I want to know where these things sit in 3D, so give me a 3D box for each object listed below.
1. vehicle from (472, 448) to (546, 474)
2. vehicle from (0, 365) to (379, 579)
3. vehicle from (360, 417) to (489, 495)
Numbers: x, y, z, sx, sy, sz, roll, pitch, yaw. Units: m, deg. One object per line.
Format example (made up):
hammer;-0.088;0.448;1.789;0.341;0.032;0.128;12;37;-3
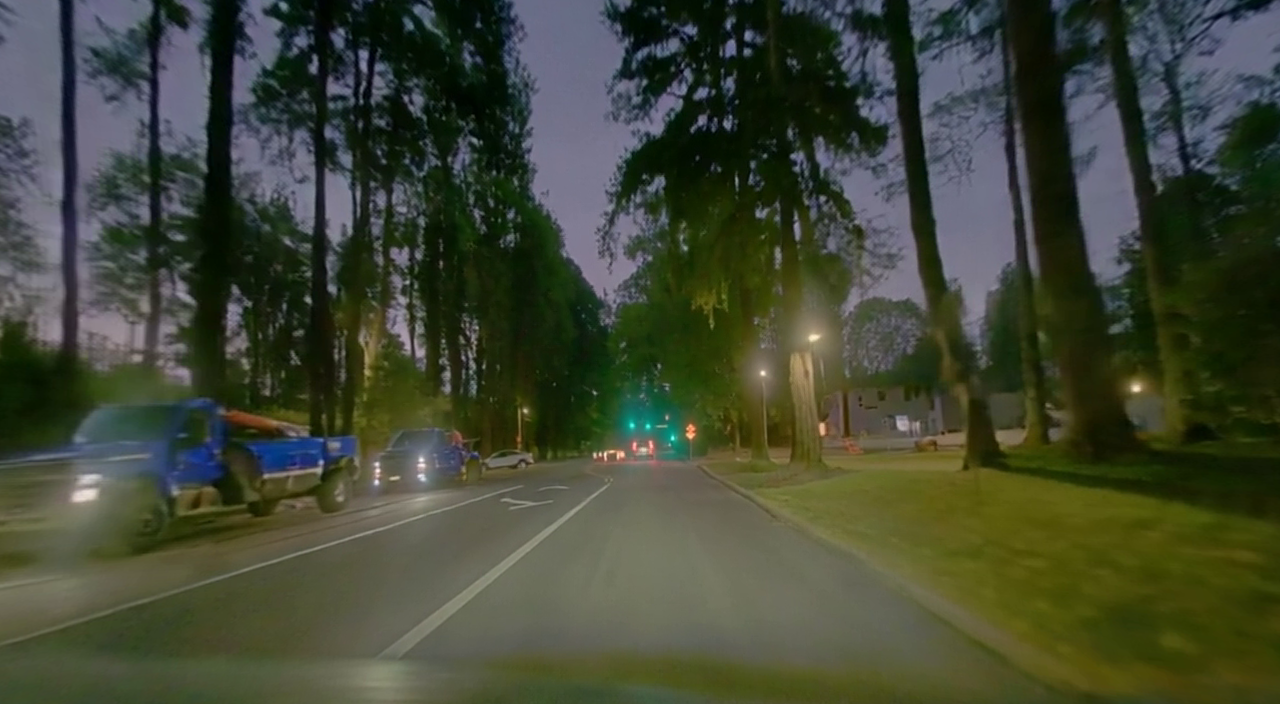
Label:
vehicle;-8.921;7.418;43.156;4.594;1.696;1.971;0;-8;-1
vehicle;-9.390;2.416;14.021;2.970;3.068;9.784;0;-8;0
vehicle;-9.051;4.483;27.531;2.816;2.723;7.506;-5;-9;1
